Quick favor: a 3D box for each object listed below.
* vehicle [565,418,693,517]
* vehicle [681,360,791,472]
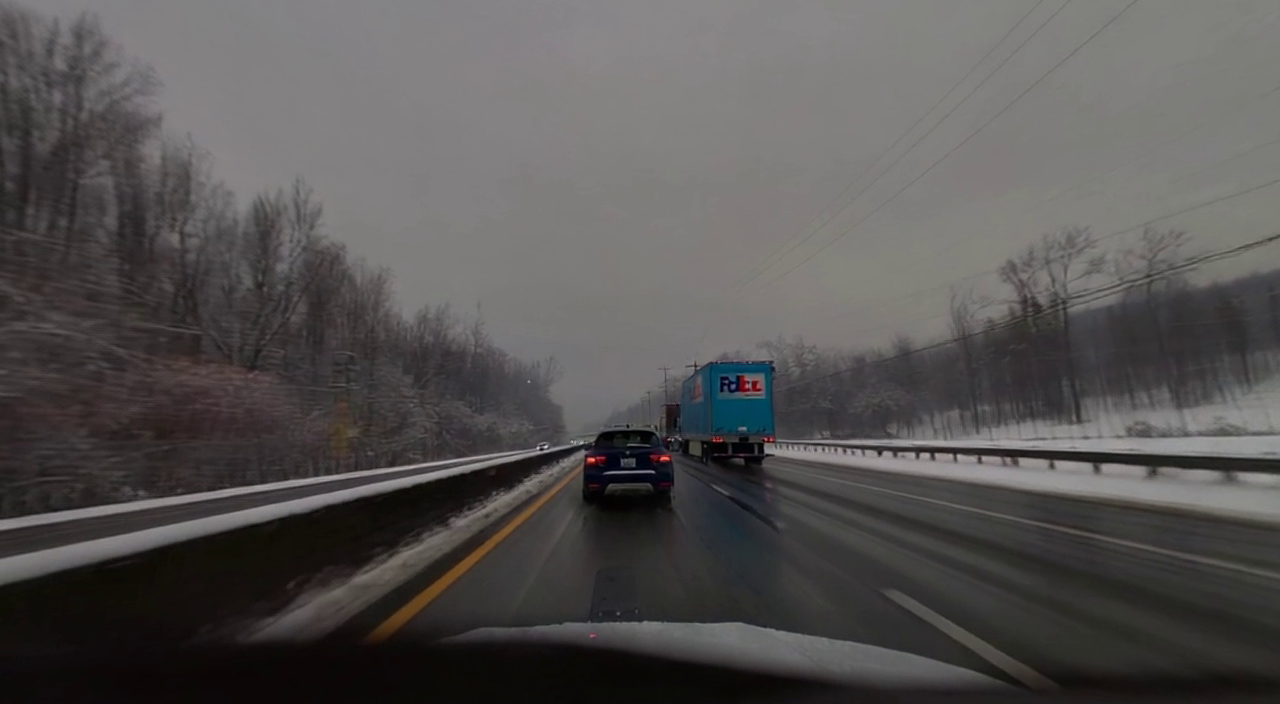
[{"bbox_3d":[-0.211,2.128,12.130,2.062,1.581,3.914,0,-8,-1],"label":"vehicle"},{"bbox_3d":[3.606,2.818,26.306,2.835,3.872,8.916,0,-8,-2],"label":"vehicle"}]
